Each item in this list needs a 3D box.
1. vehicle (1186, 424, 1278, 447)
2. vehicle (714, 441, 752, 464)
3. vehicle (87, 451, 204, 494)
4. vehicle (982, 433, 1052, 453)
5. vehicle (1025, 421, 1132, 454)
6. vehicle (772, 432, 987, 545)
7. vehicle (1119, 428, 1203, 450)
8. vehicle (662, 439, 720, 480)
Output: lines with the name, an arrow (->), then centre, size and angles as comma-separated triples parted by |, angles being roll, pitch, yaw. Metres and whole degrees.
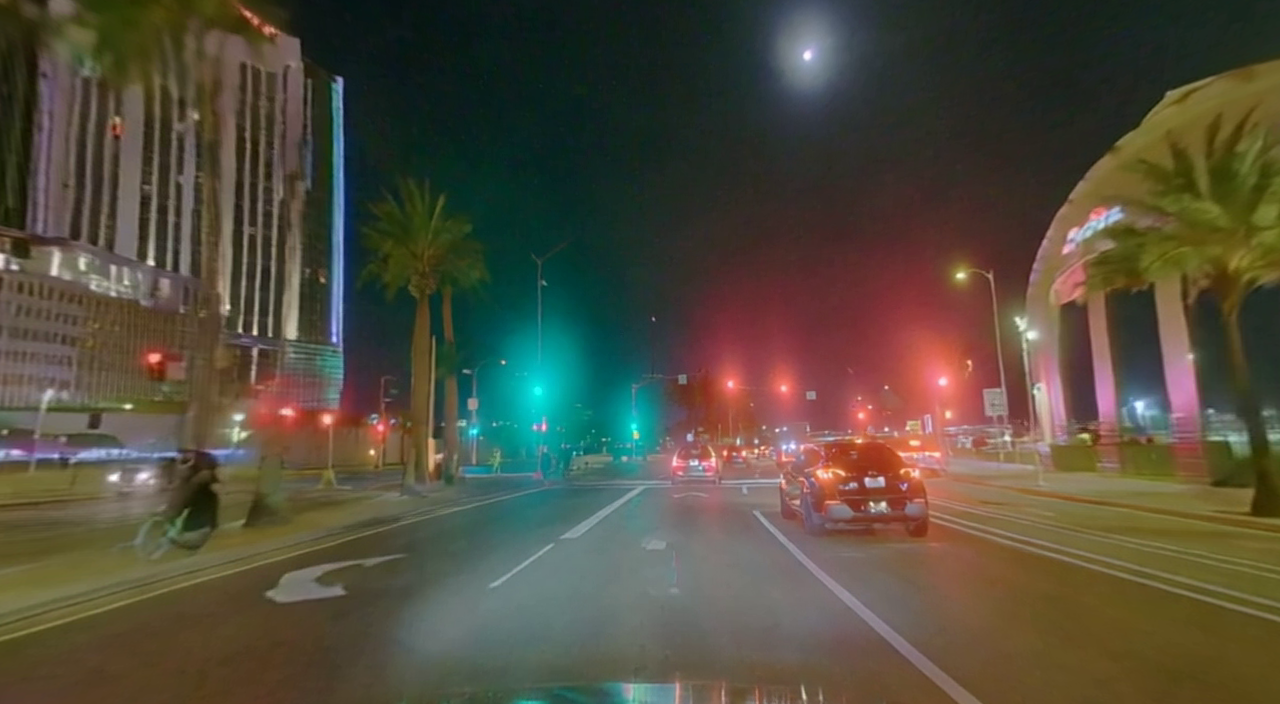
vehicle -> 42.137, 5.933, 44.798 | 5.097, 1.557, 1.900 | 1, -9, -9
vehicle -> 6.599, 7.092, 44.413 | 2.134, 1.492, 4.674 | -3, -9, 14
vehicle -> -23.910, 5.802, 30.703 | 2.106, 1.791, 4.618 | -1, -9, -3
vehicle -> 29.863, 7.228, 49.904 | 4.487, 1.474, 1.943 | 1, -9, -10
vehicle -> 29.364, 5.757, 42.236 | 5.771, 2.019, 2.293 | 0, -9, -10
vehicle -> 3.773, 2.238, 11.063 | 2.051, 1.509, 4.933 | -1, -9, 3
vehicle -> 35.973, 6.023, 43.501 | 4.535, 1.480, 1.882 | 1, -9, -11
vehicle -> 2.160, 4.375, 25.761 | 2.077, 1.518, 3.760 | -2, -9, 9
